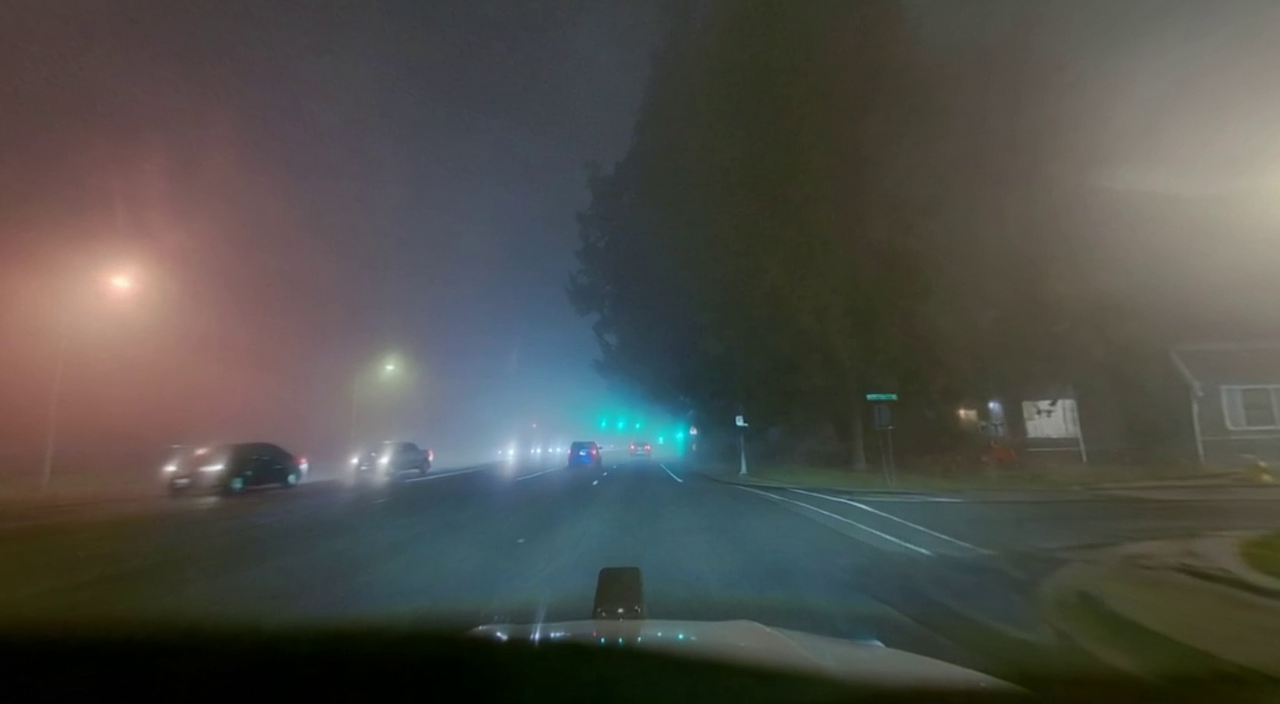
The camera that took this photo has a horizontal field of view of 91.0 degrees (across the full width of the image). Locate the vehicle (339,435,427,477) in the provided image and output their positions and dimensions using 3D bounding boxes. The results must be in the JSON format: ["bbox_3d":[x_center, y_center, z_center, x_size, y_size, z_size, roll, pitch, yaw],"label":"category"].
[{"bbox_3d":[-11.126,4.532,27.600,2.014,1.674,4.337,0,-8,0],"label":"vehicle"}]

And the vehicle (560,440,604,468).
[{"bbox_3d":[-3.617,6.451,40.133,2.198,1.663,4.519,0,-8,2],"label":"vehicle"}]

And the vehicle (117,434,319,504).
[{"bbox_3d":[-10.610,2.953,16.421,2.009,1.541,4.753,0,-8,-1],"label":"vehicle"}]
